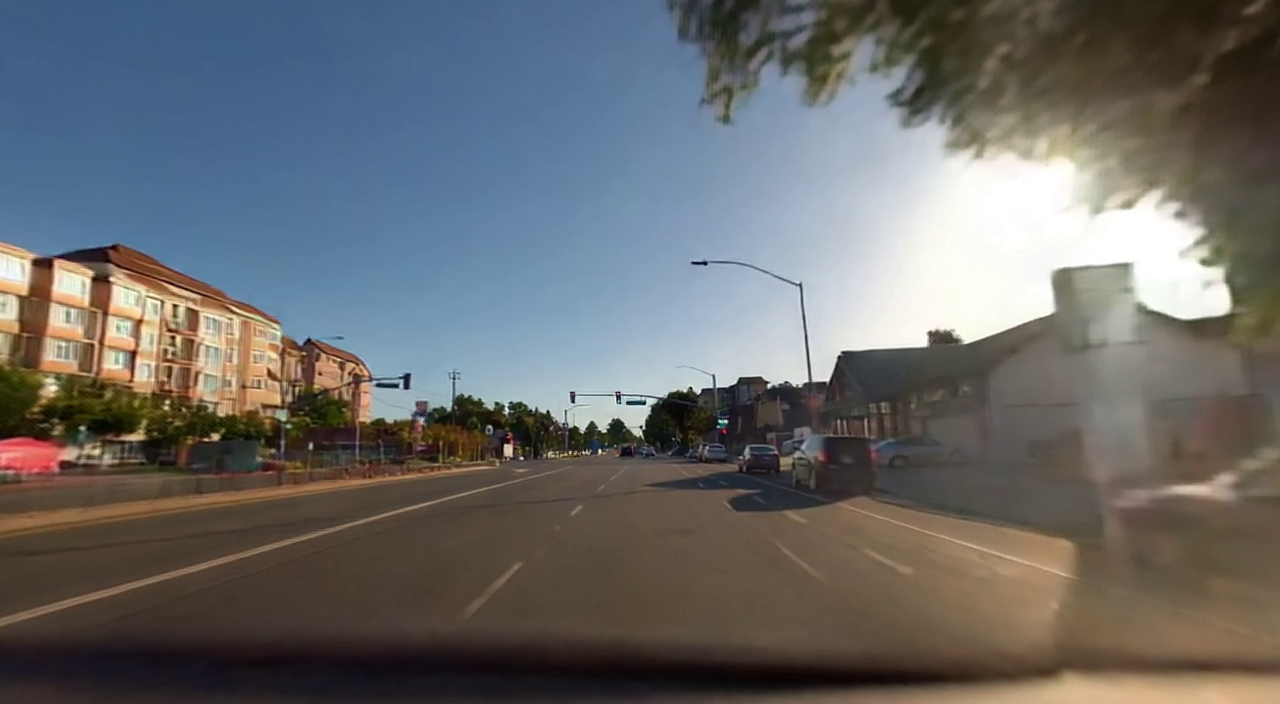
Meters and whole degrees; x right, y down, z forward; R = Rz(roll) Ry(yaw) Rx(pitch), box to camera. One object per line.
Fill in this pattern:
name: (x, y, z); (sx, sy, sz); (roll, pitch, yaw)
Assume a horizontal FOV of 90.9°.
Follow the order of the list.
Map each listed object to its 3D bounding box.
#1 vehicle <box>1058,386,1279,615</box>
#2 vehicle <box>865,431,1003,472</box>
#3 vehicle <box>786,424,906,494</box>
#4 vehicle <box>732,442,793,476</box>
vehicle: (5.802, 1.081, 4.542); (1.965, 1.705, 5.114); (0, -9, -1)
vehicle: (11.648, 3.971, 25.206); (4.532, 1.528, 1.929); (0, -8, 2)
vehicle: (5.990, 3.204, 19.065); (1.931, 1.814, 4.870); (0, -9, 0)
vehicle: (6.089, 5.374, 31.878); (2.057, 1.541, 4.735); (0, -9, -1)
